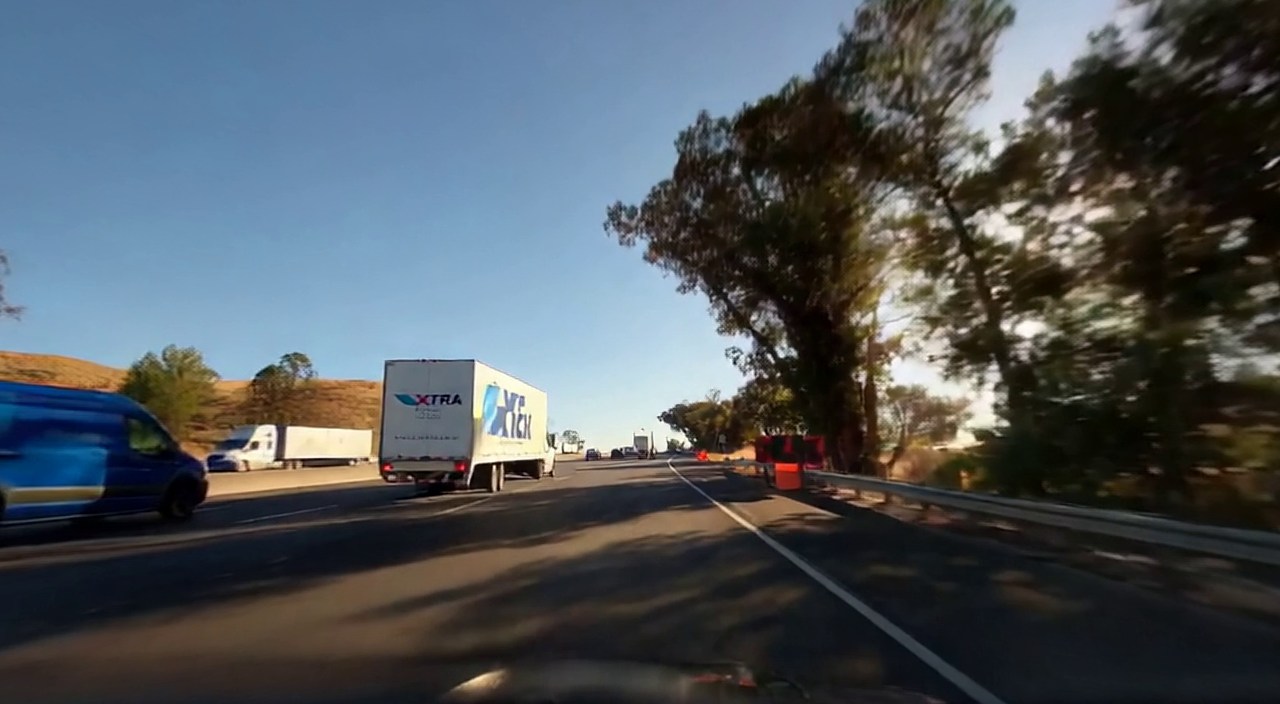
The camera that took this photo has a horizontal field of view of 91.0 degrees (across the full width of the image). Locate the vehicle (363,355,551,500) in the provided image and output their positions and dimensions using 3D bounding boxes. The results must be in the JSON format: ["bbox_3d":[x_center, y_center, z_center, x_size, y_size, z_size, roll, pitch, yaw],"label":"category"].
[{"bbox_3d":[-5.782,2.809,22.415,3.183,4.011,9.617,0,-9,4],"label":"vehicle"}]

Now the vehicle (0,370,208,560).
[{"bbox_3d":[-10.132,1.711,9.689,2.469,2.615,5.874,0,-9,3],"label":"vehicle"}]
